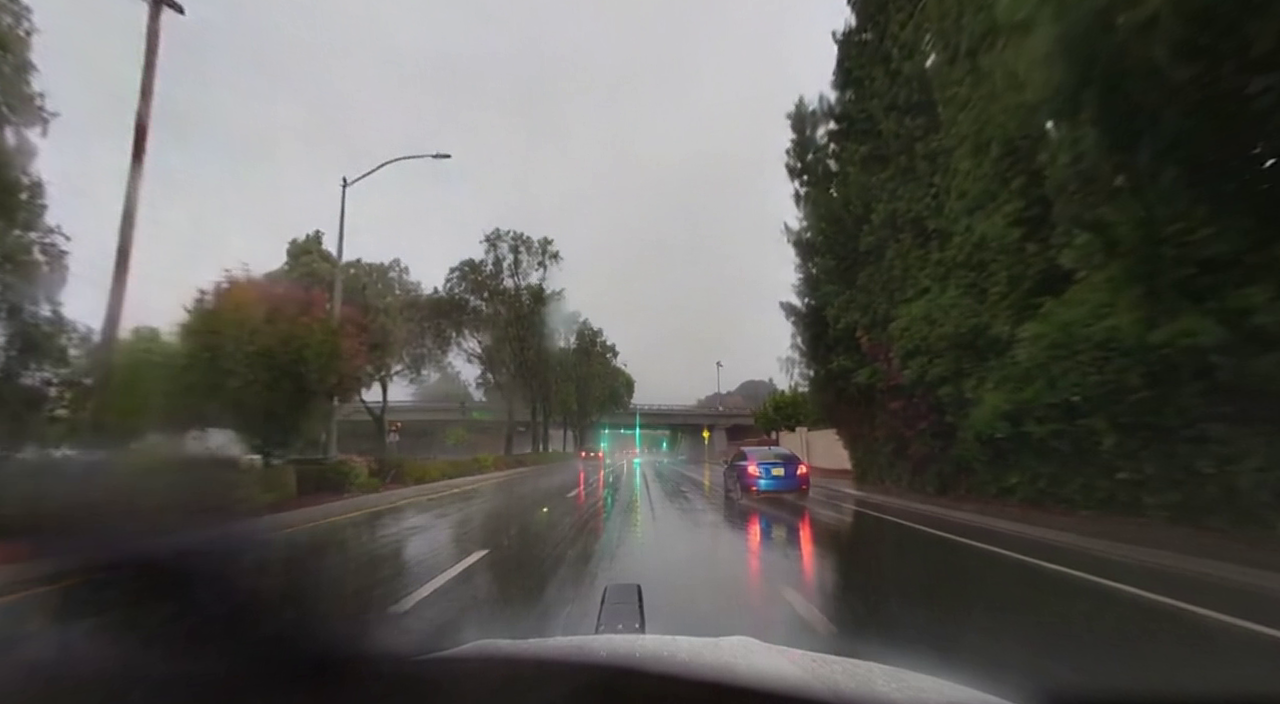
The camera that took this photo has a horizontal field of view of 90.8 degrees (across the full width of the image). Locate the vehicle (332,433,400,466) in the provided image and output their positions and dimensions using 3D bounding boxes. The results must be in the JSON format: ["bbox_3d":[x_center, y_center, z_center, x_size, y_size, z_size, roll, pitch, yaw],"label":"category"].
[{"bbox_3d":[-17.290,6.116,40.180,2.148,1.901,4.955,0,-7,0],"label":"vehicle"}]

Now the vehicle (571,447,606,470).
[{"bbox_3d":[-3.564,7.406,44.255,2.041,1.460,4.036,0,-8,1],"label":"vehicle"}]

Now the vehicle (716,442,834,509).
[{"bbox_3d":[3.375,3.154,16.704,2.068,1.497,4.247,0,-8,-1],"label":"vehicle"}]
